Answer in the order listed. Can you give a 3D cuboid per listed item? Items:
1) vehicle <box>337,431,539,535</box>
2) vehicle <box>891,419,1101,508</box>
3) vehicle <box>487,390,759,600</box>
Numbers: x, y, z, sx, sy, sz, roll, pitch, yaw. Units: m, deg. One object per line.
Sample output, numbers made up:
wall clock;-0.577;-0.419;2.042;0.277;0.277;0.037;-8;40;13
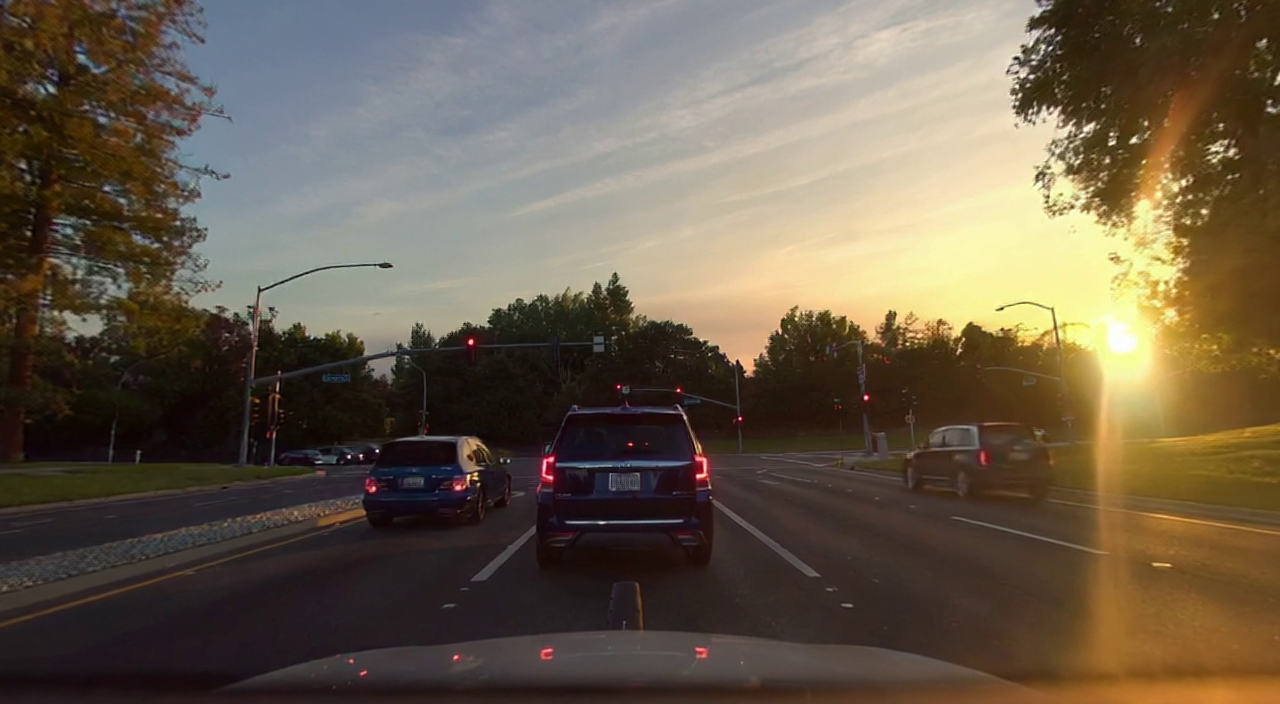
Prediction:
vehicle;-3.365;2.295;11.844;2.061;1.504;5.142;0;-8;1
vehicle;8.016;2.562;14.915;2.166;1.761;4.692;0;-8;-1
vehicle;-0.150;1.517;7.491;2.298;1.770;4.138;0;-8;0
